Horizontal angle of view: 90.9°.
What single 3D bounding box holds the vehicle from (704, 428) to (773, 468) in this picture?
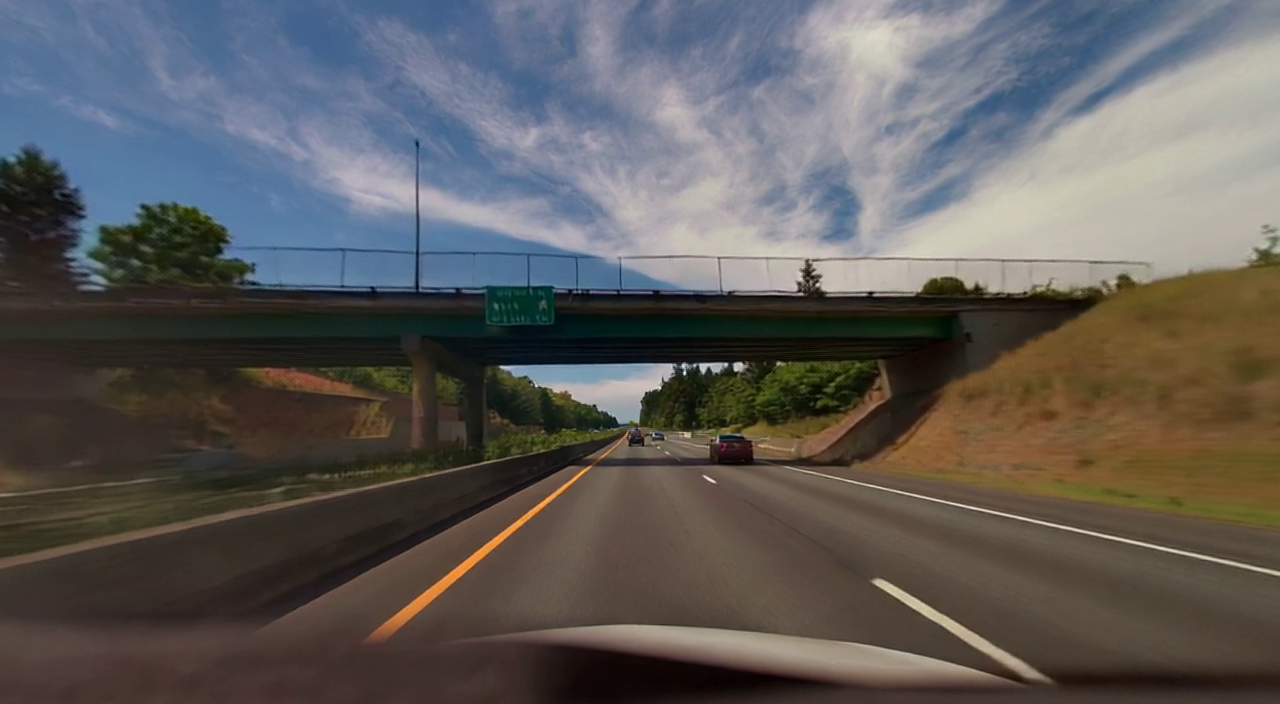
[{"bbox_3d":[4.027,3.996,26.527,2.010,1.526,4.438,0,-8,-2],"label":"vehicle"}]
